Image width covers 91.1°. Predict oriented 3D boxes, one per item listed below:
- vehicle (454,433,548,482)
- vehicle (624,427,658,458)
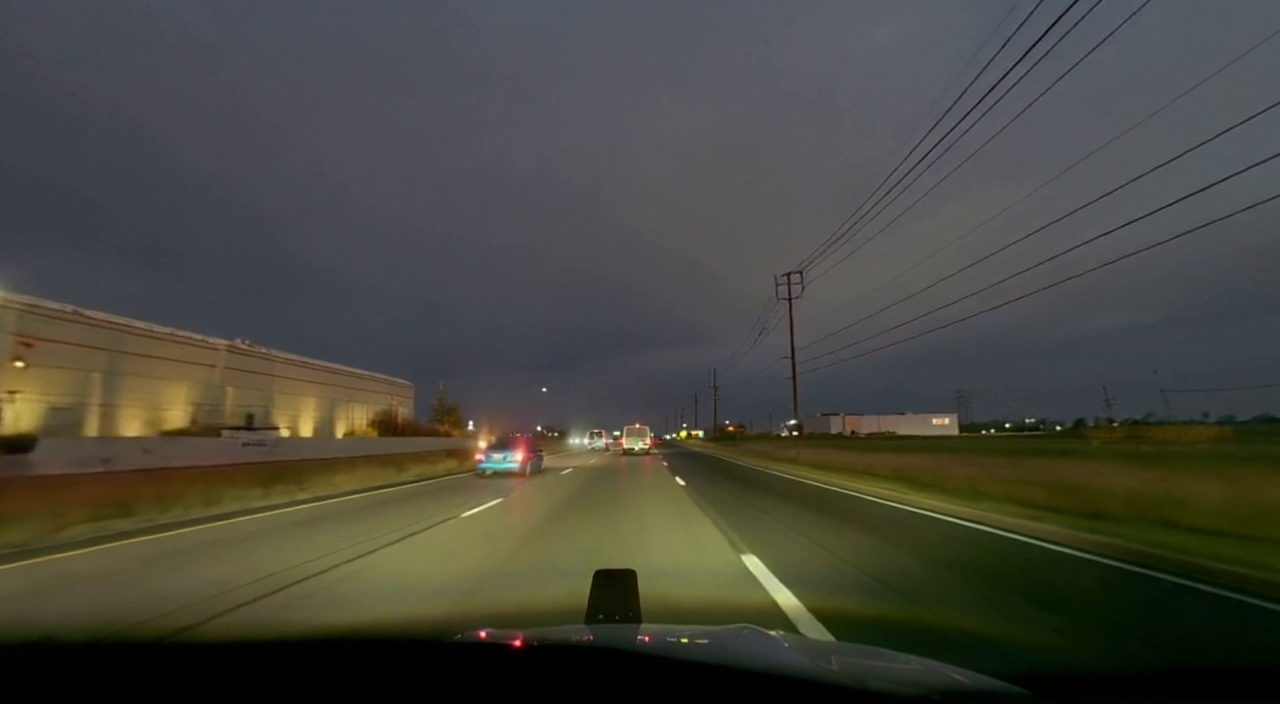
[{"bbox_3d":[-4.644,3.584,21.837,2.087,1.464,4.853,0,-8,1],"label":"vehicle"},{"bbox_3d":[0.017,6.245,43.534,2.213,1.997,4.456,0,-8,-1],"label":"vehicle"}]
